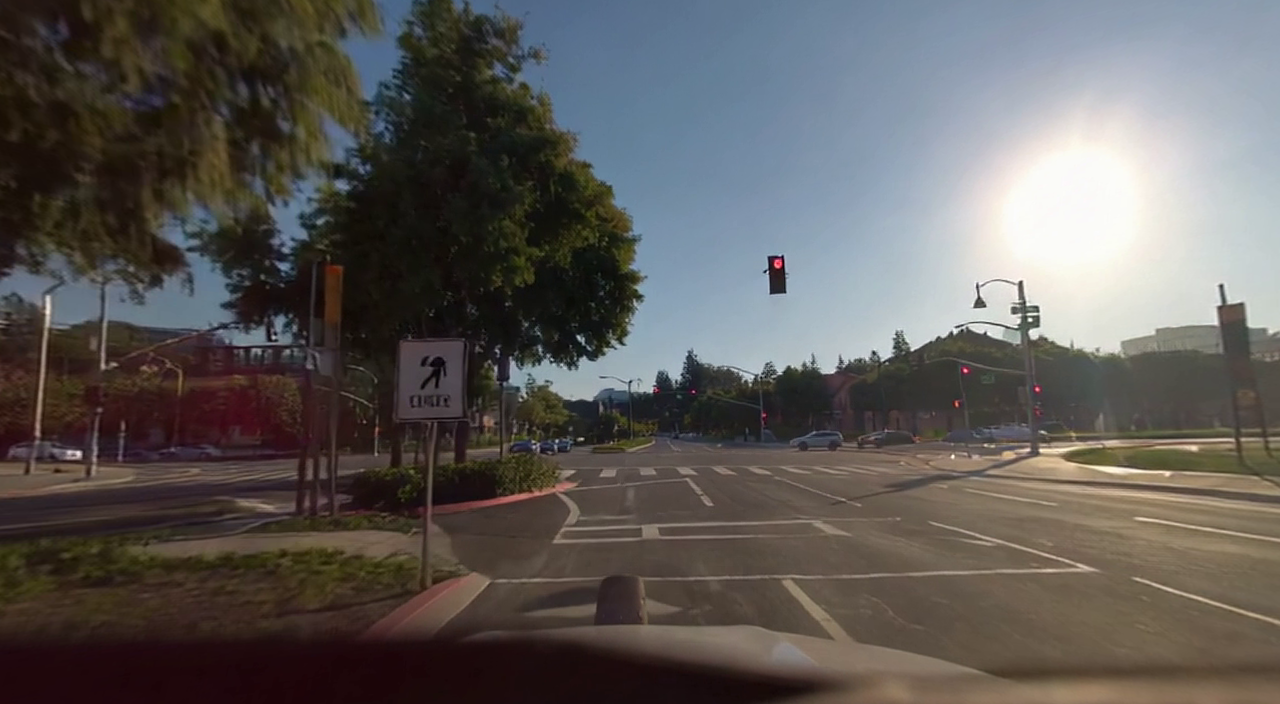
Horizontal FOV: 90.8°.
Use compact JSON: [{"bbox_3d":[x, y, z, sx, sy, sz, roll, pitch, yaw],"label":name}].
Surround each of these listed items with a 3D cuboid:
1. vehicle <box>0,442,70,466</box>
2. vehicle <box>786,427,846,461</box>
[{"bbox_3d":[-45.380,7.510,46.661,4.412,1.730,2.068,0,-9,1],"label":"vehicle"},{"bbox_3d":[10.418,5.492,37.798,2.156,1.881,4.743,0,-9,-1],"label":"vehicle"}]
